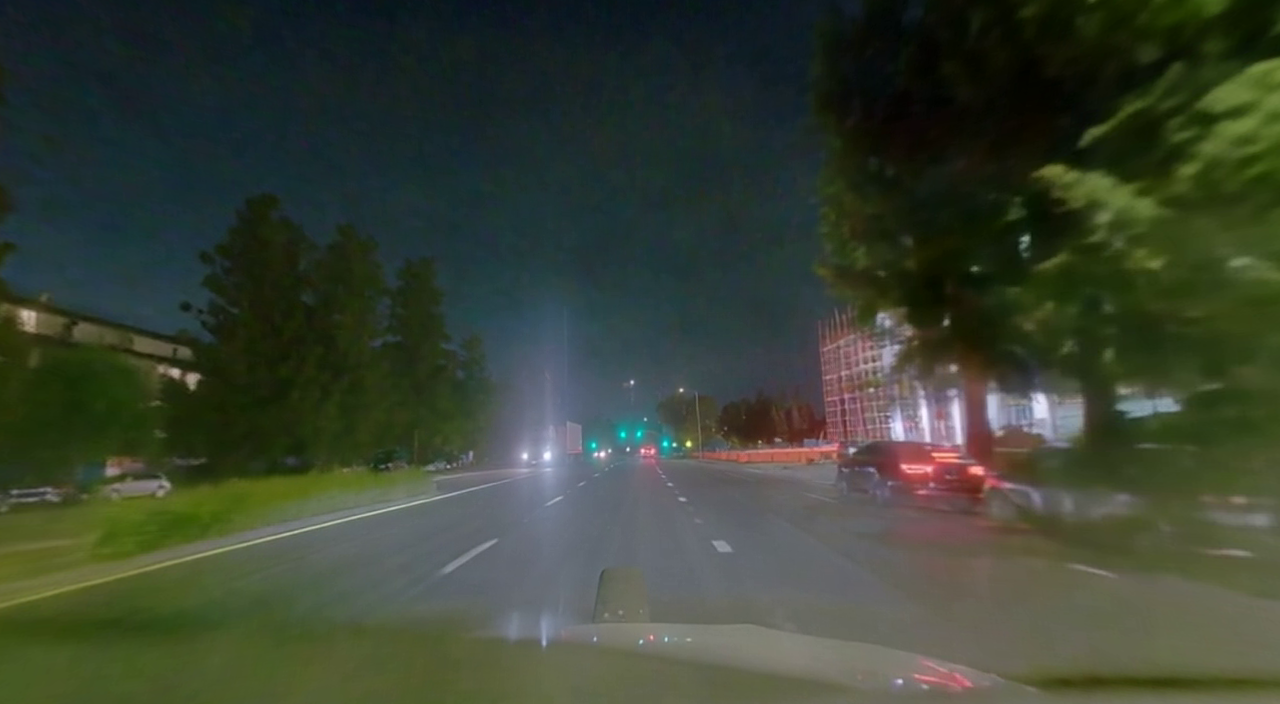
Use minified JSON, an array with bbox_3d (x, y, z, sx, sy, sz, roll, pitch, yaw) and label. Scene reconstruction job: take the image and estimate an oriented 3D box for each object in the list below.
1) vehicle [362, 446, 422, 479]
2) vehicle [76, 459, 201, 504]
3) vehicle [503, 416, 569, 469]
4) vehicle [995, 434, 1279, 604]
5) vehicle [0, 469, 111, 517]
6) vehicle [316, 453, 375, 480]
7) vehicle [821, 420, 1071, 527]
[{"bbox_3d":[-18.376,8.129,46.777,2.154,1.987,5.836,-5,-7,-2],"label":"vehicle"},{"bbox_3d":[-22.730,5.836,28.737,2.006,1.755,4.476,0,-8,0],"label":"vehicle"},{"bbox_3d":[-7.485,6.794,46.879,3.032,3.524,9.640,0,-8,2],"label":"vehicle"},{"bbox_3d":[6.467,1.734,7.372,1.860,1.467,4.576,0,-8,-1],"label":"vehicle"},{"bbox_3d":[-22.761,5.193,23.497,1.862,1.458,4.701,0,-8,-2],"label":"vehicle"},{"bbox_3d":[-21.706,8.464,46.485,2.168,1.800,4.603,0,-8,-1],"label":"vehicle"},{"bbox_3d":[6.434,2.662,14.602,2.513,1.890,6.666,0,-8,0],"label":"vehicle"}]
